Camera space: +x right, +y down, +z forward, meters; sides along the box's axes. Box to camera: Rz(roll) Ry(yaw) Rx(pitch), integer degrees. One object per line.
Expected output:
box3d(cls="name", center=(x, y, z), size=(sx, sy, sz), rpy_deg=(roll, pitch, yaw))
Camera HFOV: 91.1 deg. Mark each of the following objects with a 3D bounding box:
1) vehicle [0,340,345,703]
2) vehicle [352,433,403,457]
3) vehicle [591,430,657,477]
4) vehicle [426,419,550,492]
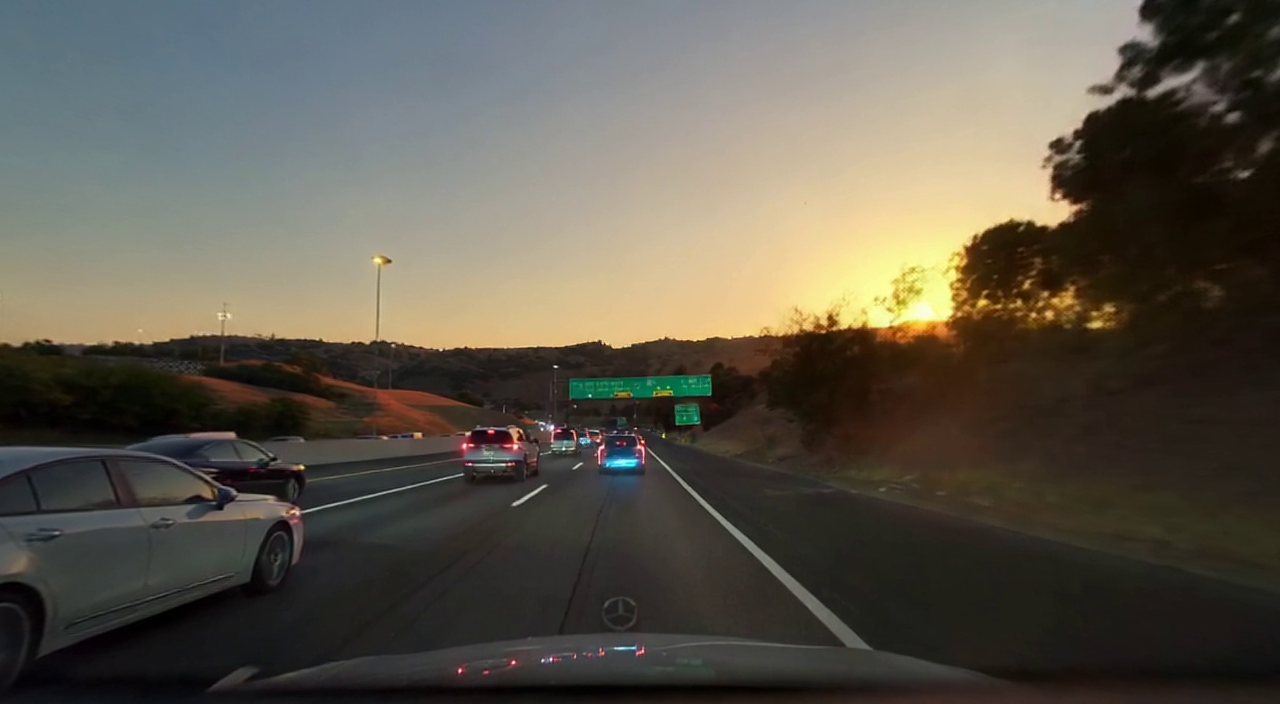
box3d(cls="vehicle", center=(-3.854, 0.947, 3.757), size=(2.107, 1.703, 4.274), rpy_deg=(0, -8, 0))
box3d(cls="vehicle", center=(-20.168, 7.156, 48.514), size=(2.039, 1.717, 4.349), rpy_deg=(0, -8, 0))
box3d(cls="vehicle", center=(-0.535, 3.440, 21.589), size=(2.070, 1.452, 3.834), rpy_deg=(0, -8, -1))
box3d(cls="vehicle", center=(-3.868, 2.717, 16.961), size=(2.154, 1.690, 4.595), rpy_deg=(0, -8, 1))
